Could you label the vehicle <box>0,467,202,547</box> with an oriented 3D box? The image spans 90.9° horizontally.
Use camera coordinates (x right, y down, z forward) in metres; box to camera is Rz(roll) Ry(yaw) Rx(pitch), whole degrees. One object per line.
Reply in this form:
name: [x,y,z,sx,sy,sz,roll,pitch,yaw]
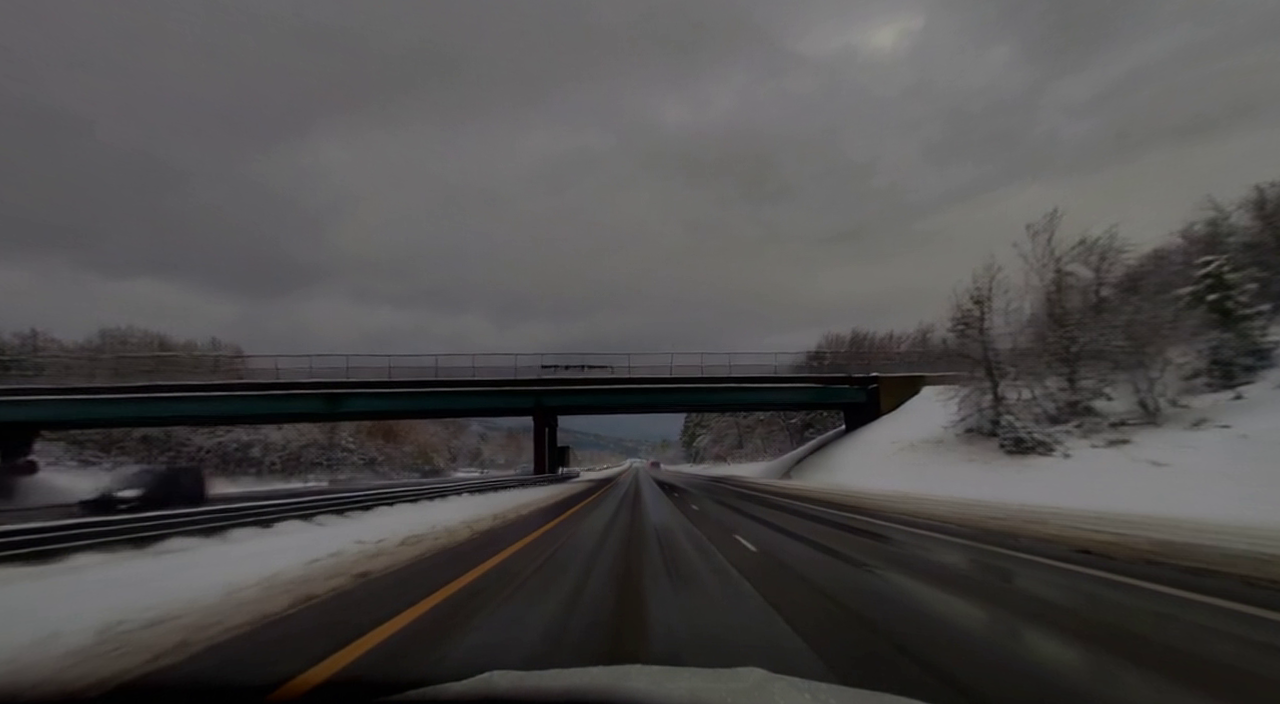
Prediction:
vehicle: [-12.897,3.518,14.887,2.000,1.564,4.257,1,-10,0]
